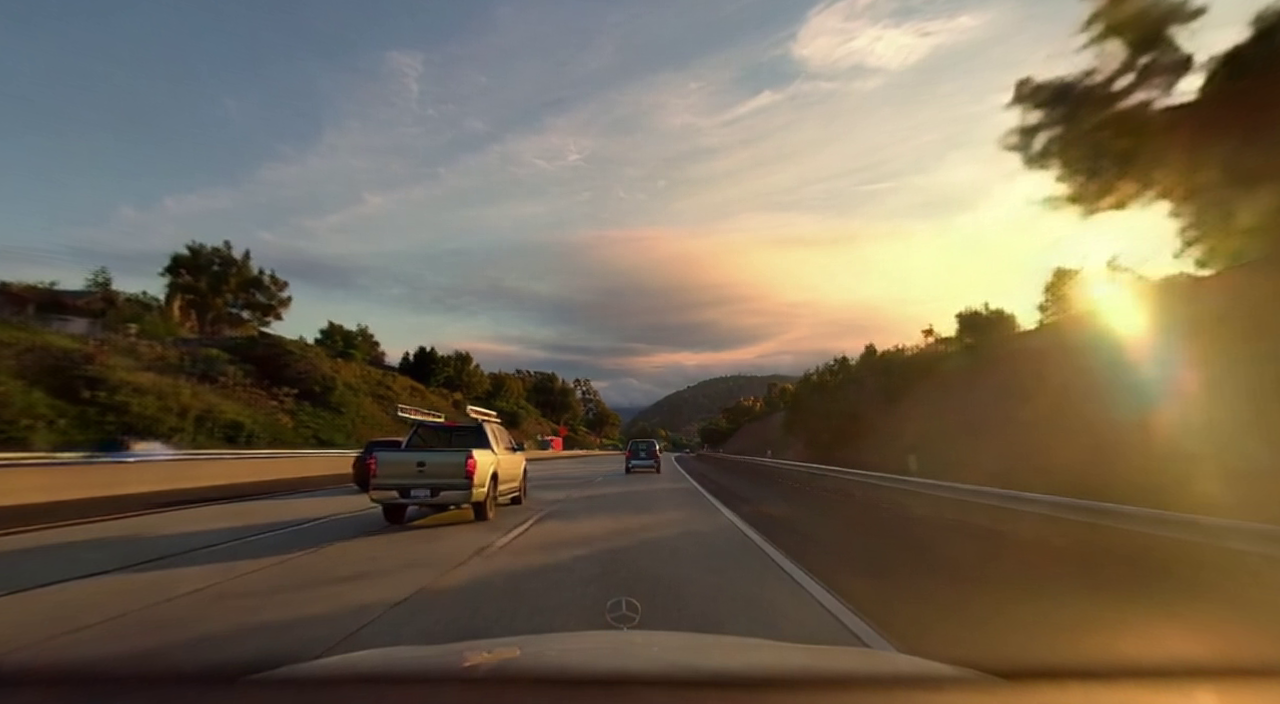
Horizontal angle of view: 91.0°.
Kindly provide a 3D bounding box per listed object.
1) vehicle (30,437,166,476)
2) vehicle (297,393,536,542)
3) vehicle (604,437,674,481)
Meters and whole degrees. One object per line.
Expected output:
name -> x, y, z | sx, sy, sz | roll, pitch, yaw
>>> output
vehicle -> -24.668, 4.769, 28.948 | 2.163, 1.584, 4.498 | 0, -9, 2
vehicle -> -3.365, 1.895, 10.839 | 2.250, 1.947, 4.860 | 0, -9, 1
vehicle -> 0.038, 4.515, 26.987 | 2.715, 1.669, 5.163 | 0, -9, 1
